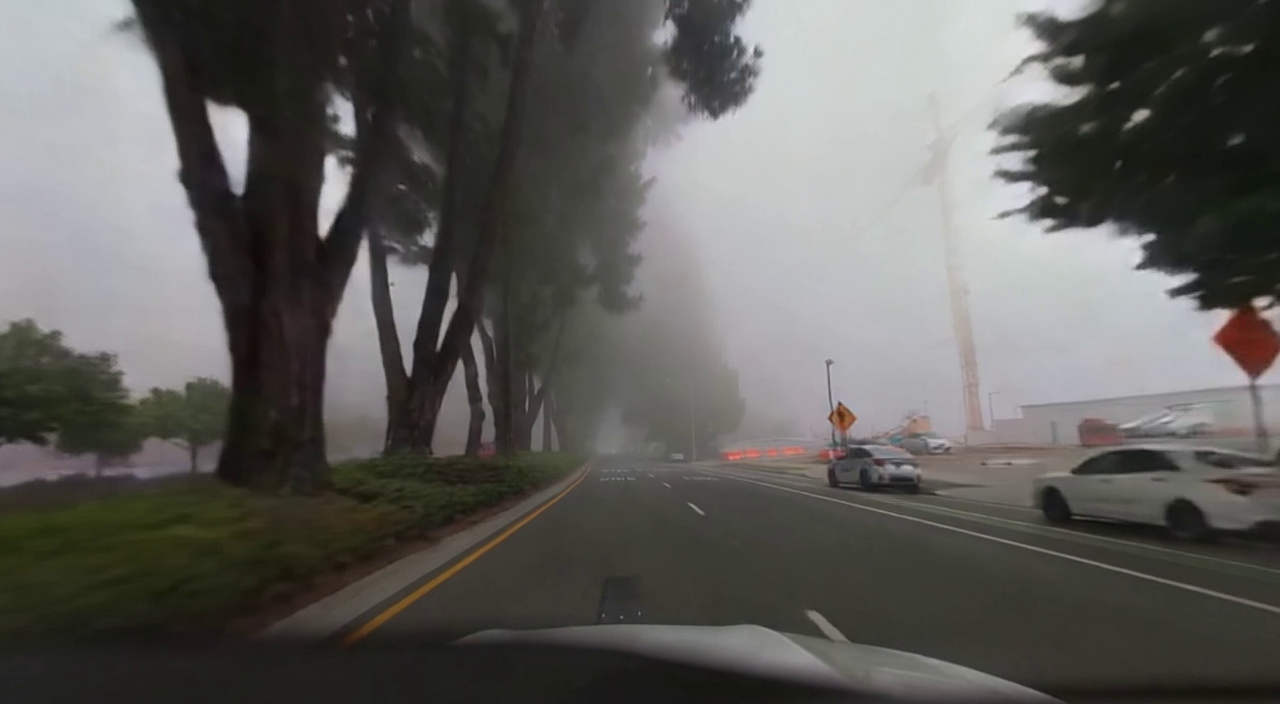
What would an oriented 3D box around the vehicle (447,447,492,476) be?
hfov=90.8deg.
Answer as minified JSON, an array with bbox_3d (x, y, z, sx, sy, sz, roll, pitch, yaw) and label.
[{"bbox_3d":[-12.470,8.041,46.577,2.127,1.984,4.545,-1,-9,-1],"label":"vehicle"}]

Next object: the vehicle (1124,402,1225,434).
[{"bbox_3d":[32.561,4.093,38.661,1.829,1.713,4.519,-2,-8,-7],"label":"vehicle"}]

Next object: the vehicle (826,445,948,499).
[{"bbox_3d":[8.093,3.951,21.224,1.977,1.540,4.307,3,-9,-7],"label":"vehicle"}]

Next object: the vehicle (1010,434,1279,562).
[{"bbox_3d":[8.171,2.104,9.773,1.974,1.472,4.654,2,-9,-2],"label":"vehicle"}]
